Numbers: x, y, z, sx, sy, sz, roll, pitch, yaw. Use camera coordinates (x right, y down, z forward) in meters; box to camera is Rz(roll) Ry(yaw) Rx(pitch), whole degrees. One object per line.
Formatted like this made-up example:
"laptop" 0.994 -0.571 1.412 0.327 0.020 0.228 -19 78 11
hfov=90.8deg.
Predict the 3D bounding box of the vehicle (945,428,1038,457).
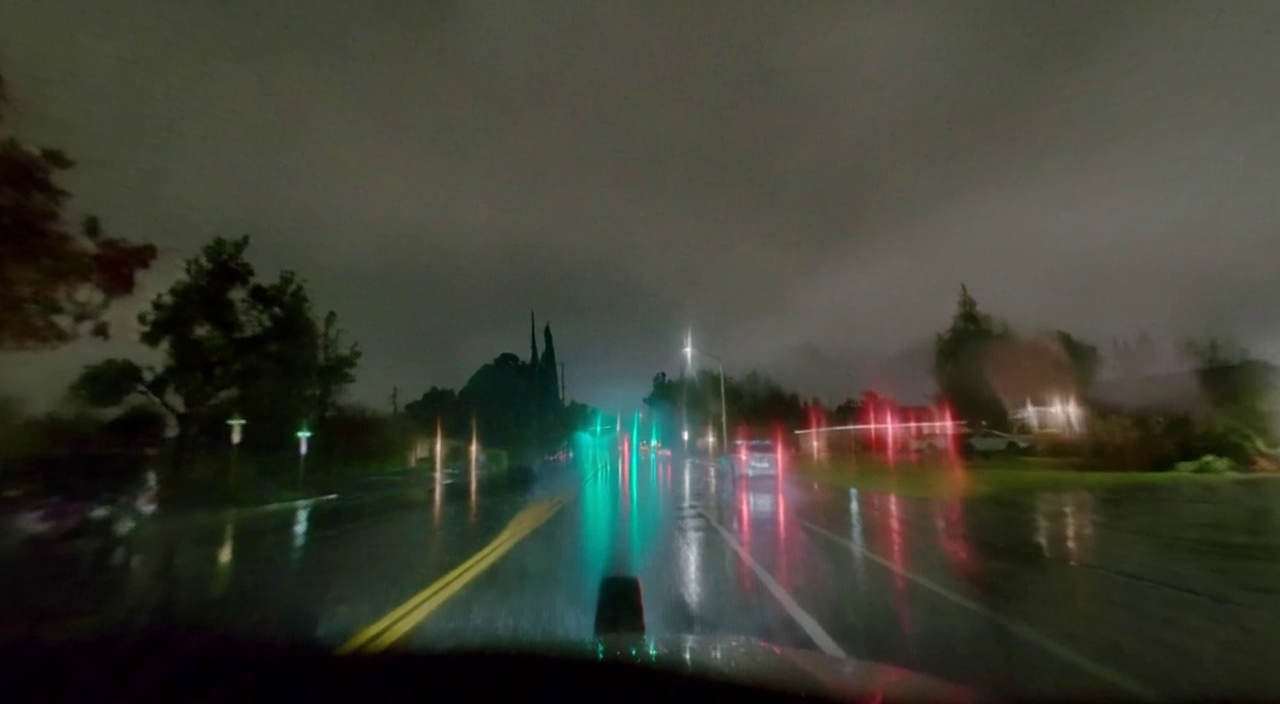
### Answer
"vehicle" 21.293 5.496 38.360 4.536 1.654 1.931 1 -8 -7

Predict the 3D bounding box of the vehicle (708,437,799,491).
"vehicle" 3.968 3.997 22.973 2.124 1.524 4.698 6 -9 -2

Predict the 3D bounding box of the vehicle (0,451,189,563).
"vehicle" -11.240 2.802 11.449 2.086 1.711 5.661 -6 -8 -1
